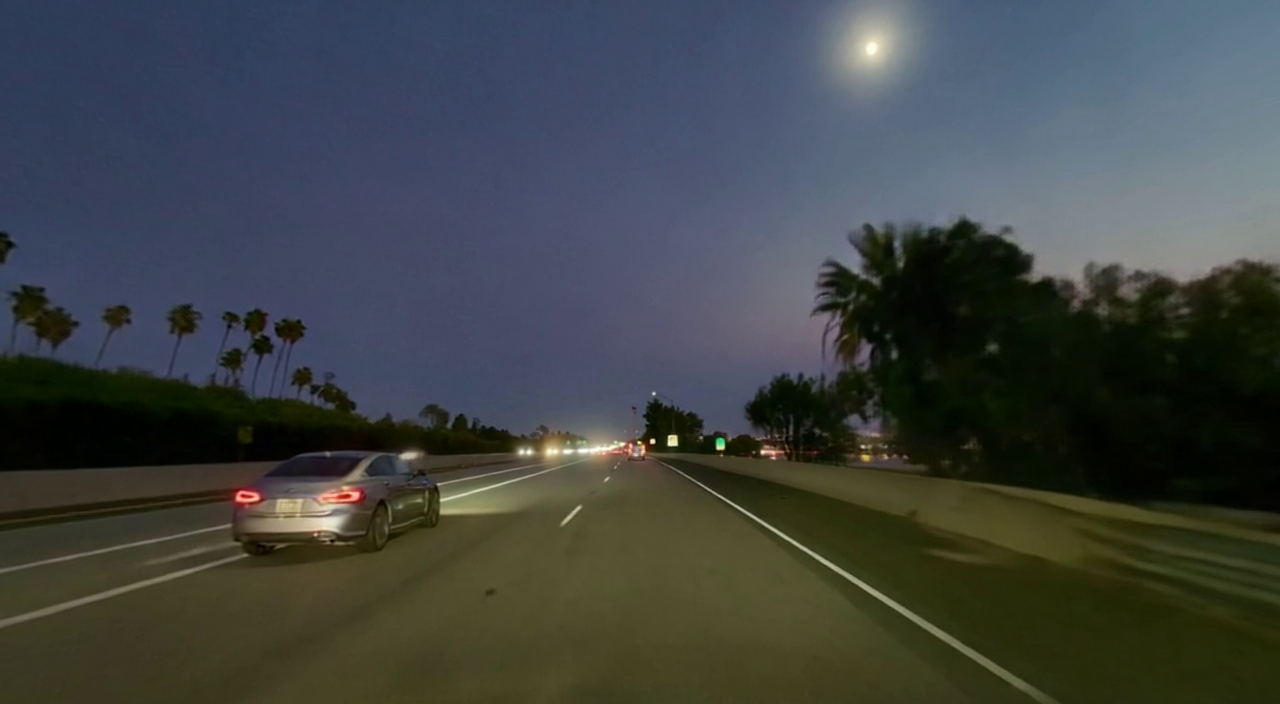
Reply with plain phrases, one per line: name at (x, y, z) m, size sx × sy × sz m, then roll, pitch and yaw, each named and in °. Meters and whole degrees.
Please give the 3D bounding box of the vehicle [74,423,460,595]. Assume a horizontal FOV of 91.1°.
vehicle at (-4.113, 1.789, 8.189) m, size 2.092 × 1.562 × 4.748 m, roll 0°, pitch -8°, yaw 0°
